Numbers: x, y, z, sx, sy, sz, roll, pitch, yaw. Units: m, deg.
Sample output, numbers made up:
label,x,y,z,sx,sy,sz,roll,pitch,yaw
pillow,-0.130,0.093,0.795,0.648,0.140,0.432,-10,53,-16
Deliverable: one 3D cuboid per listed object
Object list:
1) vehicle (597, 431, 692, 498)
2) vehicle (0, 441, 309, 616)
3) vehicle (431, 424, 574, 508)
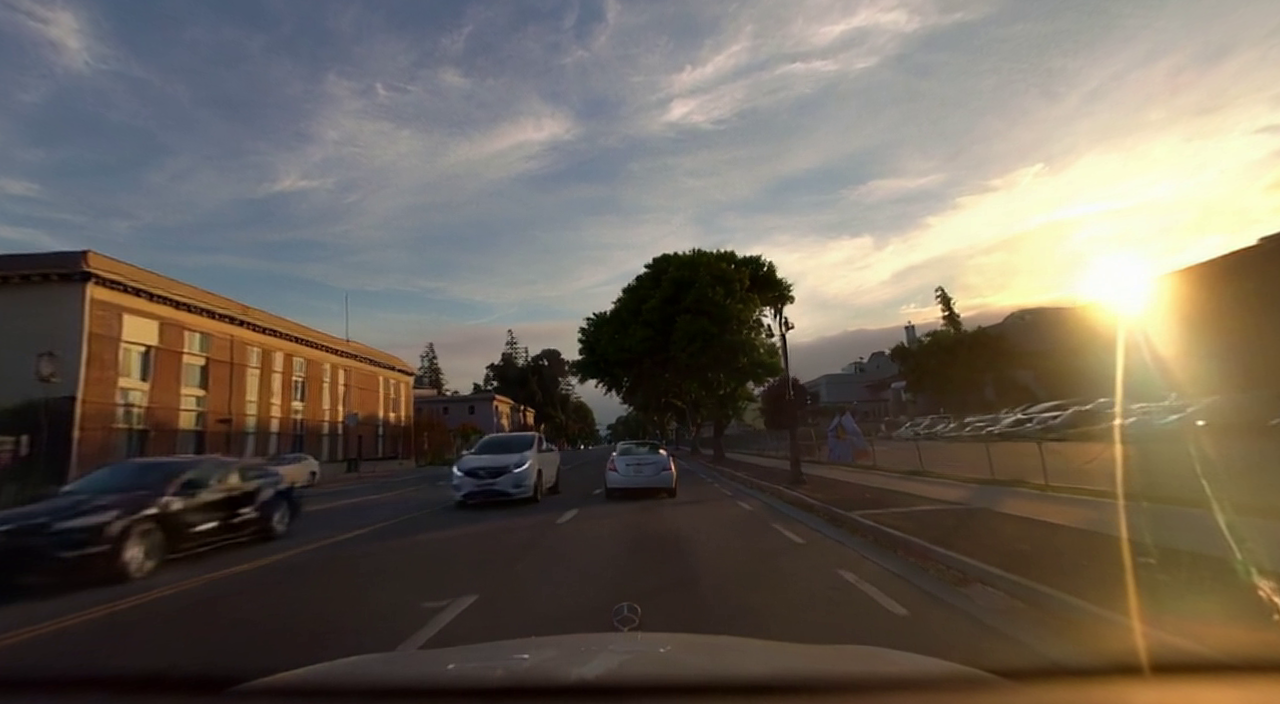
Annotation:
label,x,y,z,sx,sy,sz,roll,pitch,yaw
vehicle,0.142,2.832,16.294,2.116,1.479,4.358,0,-8,1
vehicle,-6.420,1.840,7.677,2.170,1.465,4.648,-1,-8,2
vehicle,-3.074,2.699,15.421,2.294,1.695,4.792,-1,-8,2
